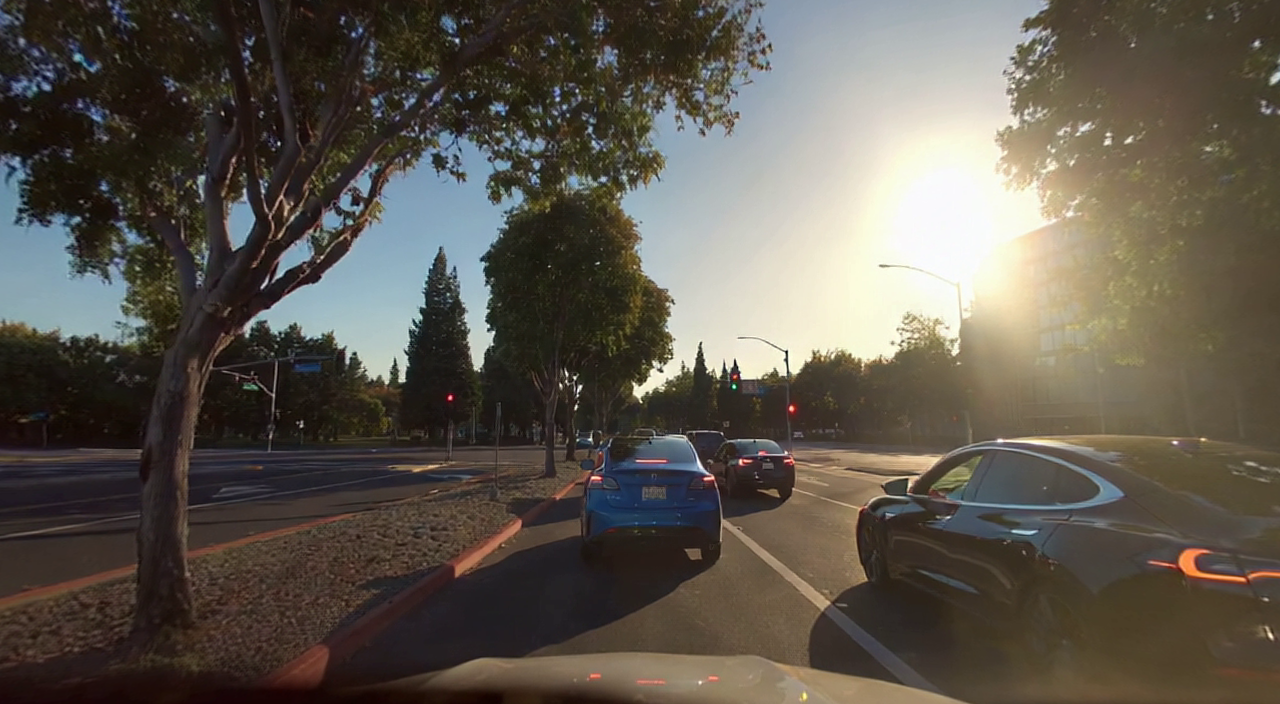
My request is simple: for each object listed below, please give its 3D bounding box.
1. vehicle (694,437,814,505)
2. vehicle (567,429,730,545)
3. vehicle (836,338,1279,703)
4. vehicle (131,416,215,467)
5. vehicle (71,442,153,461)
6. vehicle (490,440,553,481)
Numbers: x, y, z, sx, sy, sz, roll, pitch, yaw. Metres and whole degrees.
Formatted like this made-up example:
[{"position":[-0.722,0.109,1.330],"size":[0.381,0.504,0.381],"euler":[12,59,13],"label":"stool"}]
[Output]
[{"position":[2.697,2.931,16.048],"size":[2.058,1.466,4.208],"euler":[0,-8,-3],"label":"vehicle"},{"position":[0.029,2.086,10.492],"size":[2.147,1.499,4.240],"euler":[0,-8,-2],"label":"vehicle"},{"position":[3.188,1.108,4.307],"size":[2.167,1.676,4.443],"euler":[0,-8,-1],"label":"vehicle"},{"position":[-29.264,5.611,39.713],"size":[2.608,2.990,3.026],"euler":[2,-8,3],"label":"vehicle"},{"position":[-40.313,7.573,48.305],"size":[4.418,1.415,1.941],"euler":[0,-8,-2],"label":"vehicle"},{"position":[-4.636,4.283,25.273],"size":[1.972,1.457,4.171],"euler":[0,-8,-4],"label":"vehicle"}]
